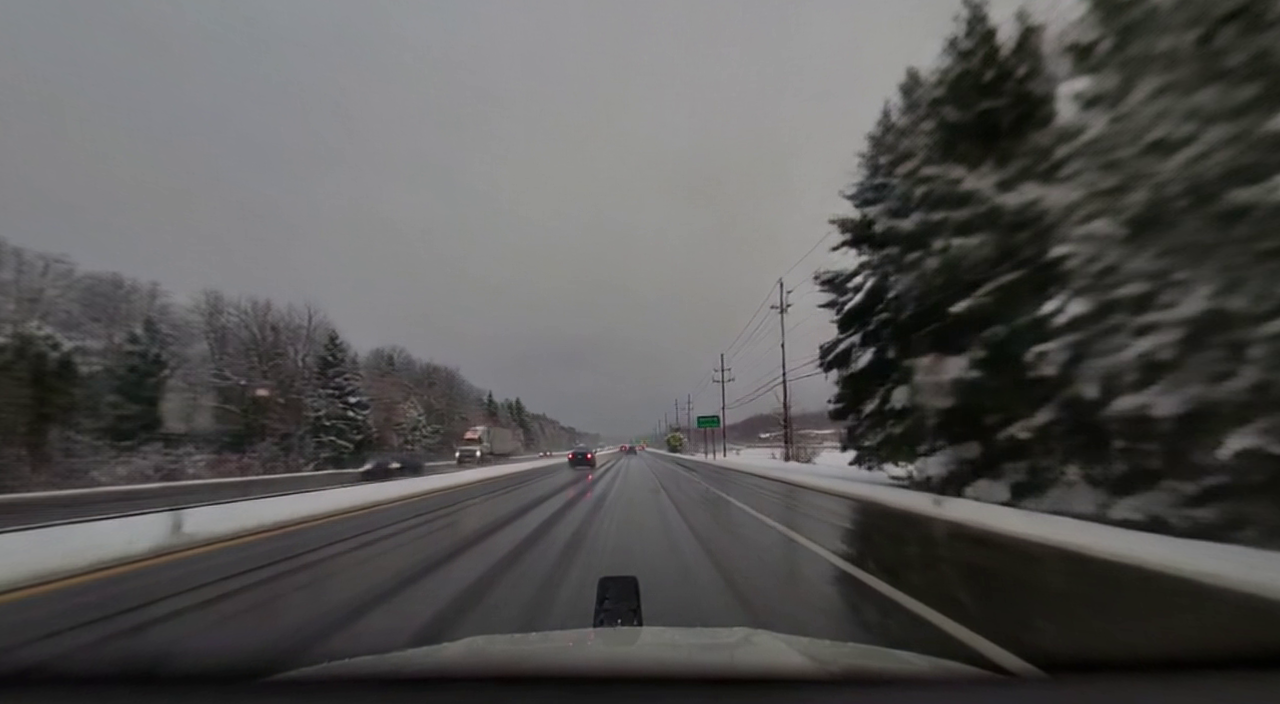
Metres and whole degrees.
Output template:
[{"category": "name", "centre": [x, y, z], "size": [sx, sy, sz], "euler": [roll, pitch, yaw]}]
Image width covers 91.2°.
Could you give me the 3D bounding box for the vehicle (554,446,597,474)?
[{"category": "vehicle", "centre": [-3.797, 6.473, 37.622], "size": [2.123, 1.545, 4.404], "euler": [0, -9, 0]}]

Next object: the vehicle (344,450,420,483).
[{"category": "vehicle", "centre": [-12.744, 5.642, 31.241], "size": [1.923, 1.482, 4.325], "euler": [0, -9, 0]}]
